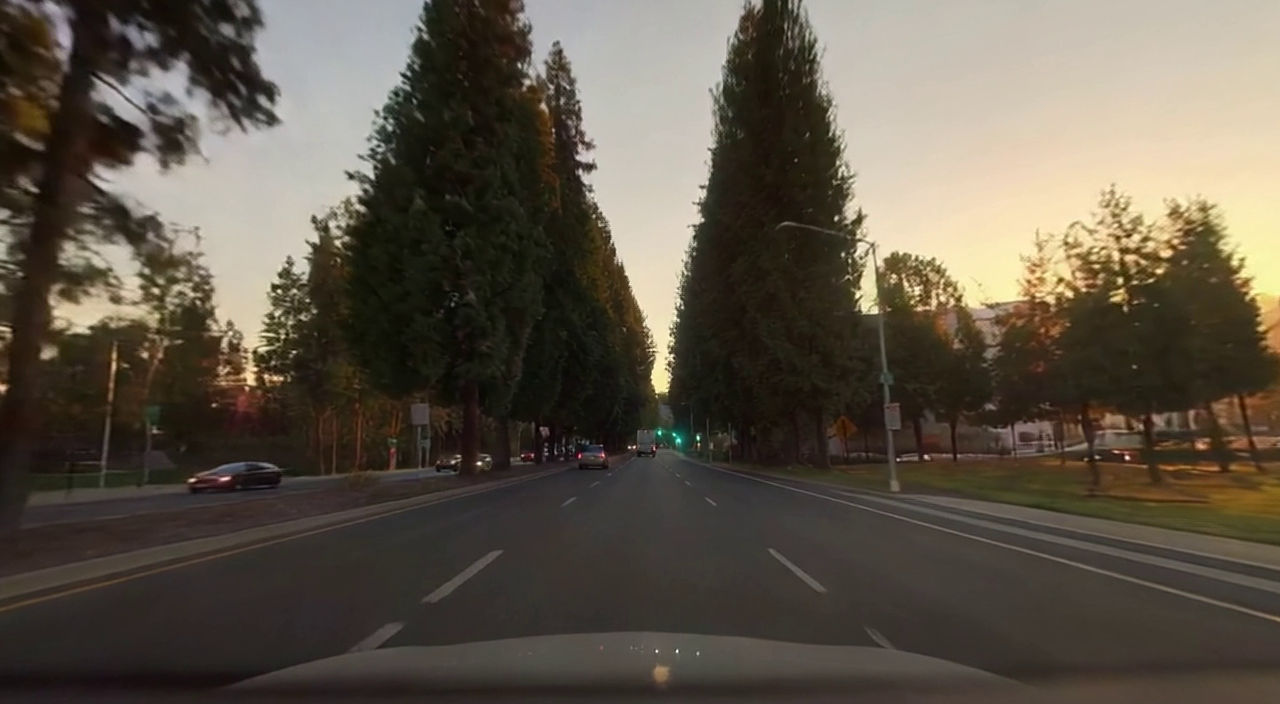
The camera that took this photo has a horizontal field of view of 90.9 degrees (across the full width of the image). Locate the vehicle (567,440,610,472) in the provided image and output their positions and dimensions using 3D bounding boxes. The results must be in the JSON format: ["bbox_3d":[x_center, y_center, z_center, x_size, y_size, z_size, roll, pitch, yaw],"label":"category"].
[{"bbox_3d":[-3.230,6.731,40.885,2.255,1.940,4.822,0,-8,2],"label":"vehicle"}]

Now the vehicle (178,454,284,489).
[{"bbox_3d":[-19.441,5.683,30.260,1.874,1.470,4.679,0,-9,1],"label":"vehicle"}]
